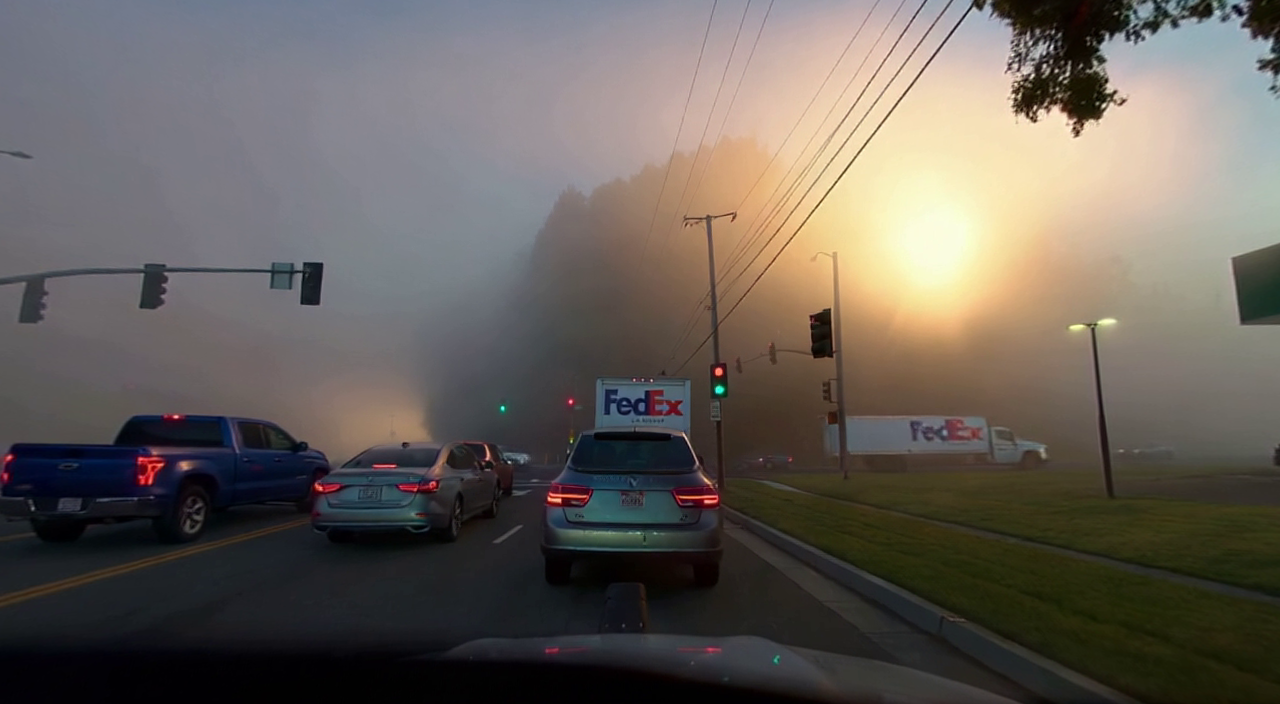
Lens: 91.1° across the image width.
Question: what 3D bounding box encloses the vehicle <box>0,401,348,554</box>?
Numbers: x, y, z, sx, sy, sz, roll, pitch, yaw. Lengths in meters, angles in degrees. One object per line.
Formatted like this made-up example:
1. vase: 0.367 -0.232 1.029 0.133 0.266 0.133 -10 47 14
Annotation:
1. vehicle: -7.285 1.979 10.650 2.125 1.893 5.498 0 -9 -2

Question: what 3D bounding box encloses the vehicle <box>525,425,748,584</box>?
1. vehicle: -0.030 1.797 8.259 2.145 1.513 4.269 0 -9 0

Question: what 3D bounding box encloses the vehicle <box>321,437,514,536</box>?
1. vehicle: -3.866 2.401 11.877 1.949 1.487 4.390 0 -9 1

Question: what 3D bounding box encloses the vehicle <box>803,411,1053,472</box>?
1. vehicle: 16.458 5.244 36.764 12.889 3.380 3.345 0 -9 0
